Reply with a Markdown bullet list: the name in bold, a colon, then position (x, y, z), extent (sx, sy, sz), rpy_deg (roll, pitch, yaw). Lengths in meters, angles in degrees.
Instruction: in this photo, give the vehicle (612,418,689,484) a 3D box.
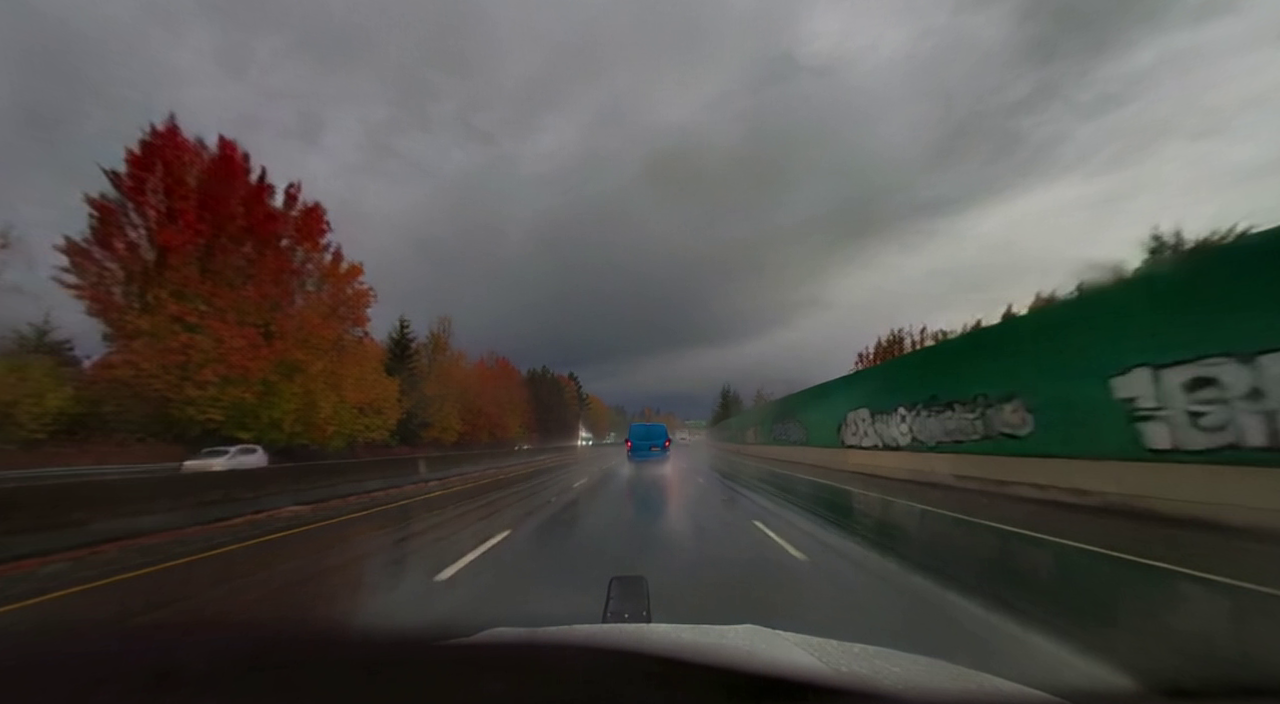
- **vehicle**: position (0.277, 3.269, 20.935), extent (2.283, 1.956, 4.421), rpy_deg (0, -8, -1)
